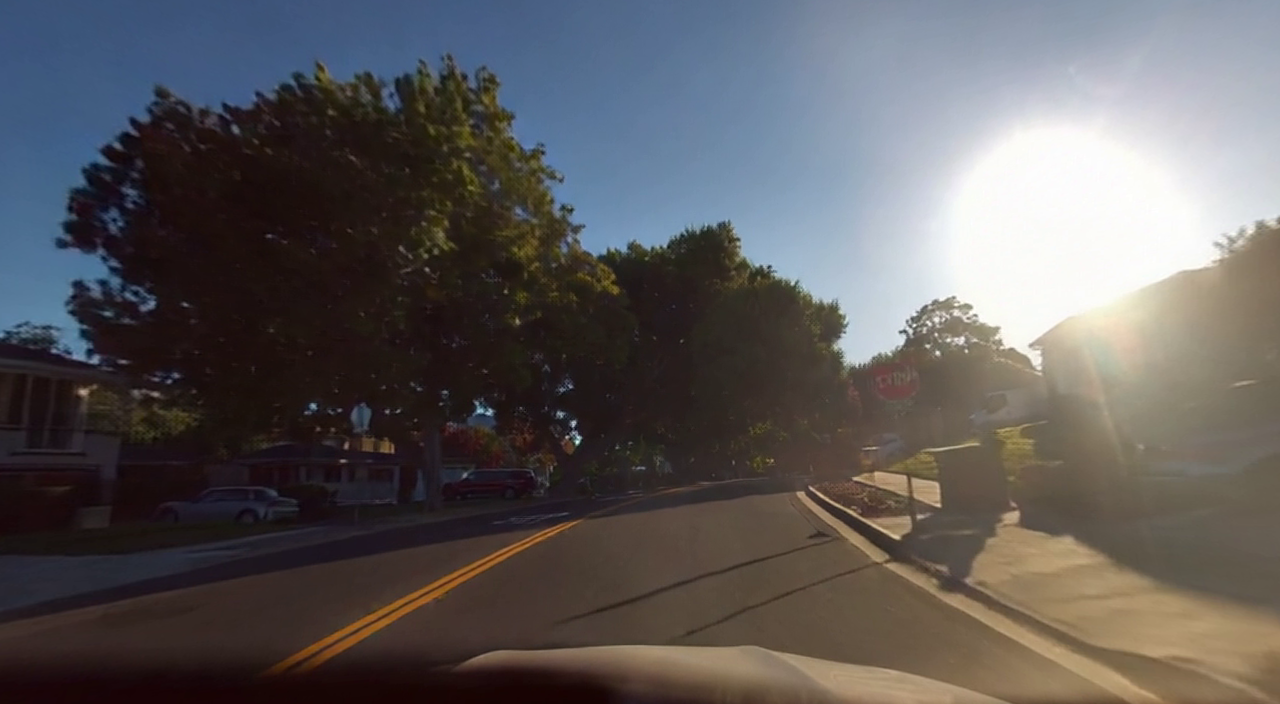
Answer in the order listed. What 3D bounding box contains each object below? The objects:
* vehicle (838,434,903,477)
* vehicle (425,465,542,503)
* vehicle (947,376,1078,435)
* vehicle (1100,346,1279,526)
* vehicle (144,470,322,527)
[{"bbox_3d":[10.863,4.907,30.150,2.163,1.885,4.804,-2,-9,12],"label":"vehicle"},{"bbox_3d":[-8.334,7.135,34.067,5.643,1.759,2.110,-1,-19,5],"label":"vehicle"},{"bbox_3d":[16.953,2.428,28.946,4.539,2.010,2.163,-7,0,5],"label":"vehicle"},{"bbox_3d":[9.045,0.991,7.973,4.740,1.638,2.018,-3,-24,-6],"label":"vehicle"},{"bbox_3d":[-12.422,4.470,19.520,4.175,1.492,1.845,-1,-9,-3],"label":"vehicle"}]
